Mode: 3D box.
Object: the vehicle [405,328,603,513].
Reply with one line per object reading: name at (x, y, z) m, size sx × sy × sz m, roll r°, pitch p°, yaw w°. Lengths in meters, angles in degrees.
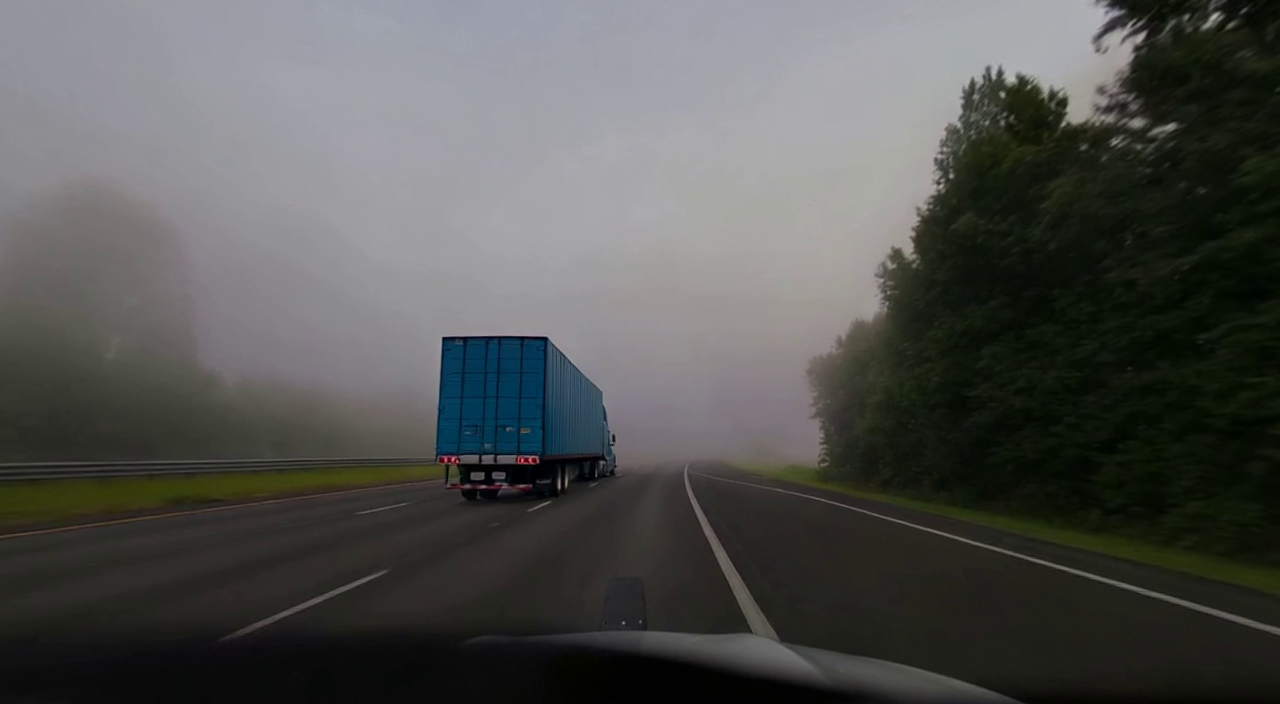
vehicle at (-3.422, 2.595, 21.207) m, size 2.851 × 4.098 × 14.436 m, roll 0°, pitch -9°, yaw 2°
